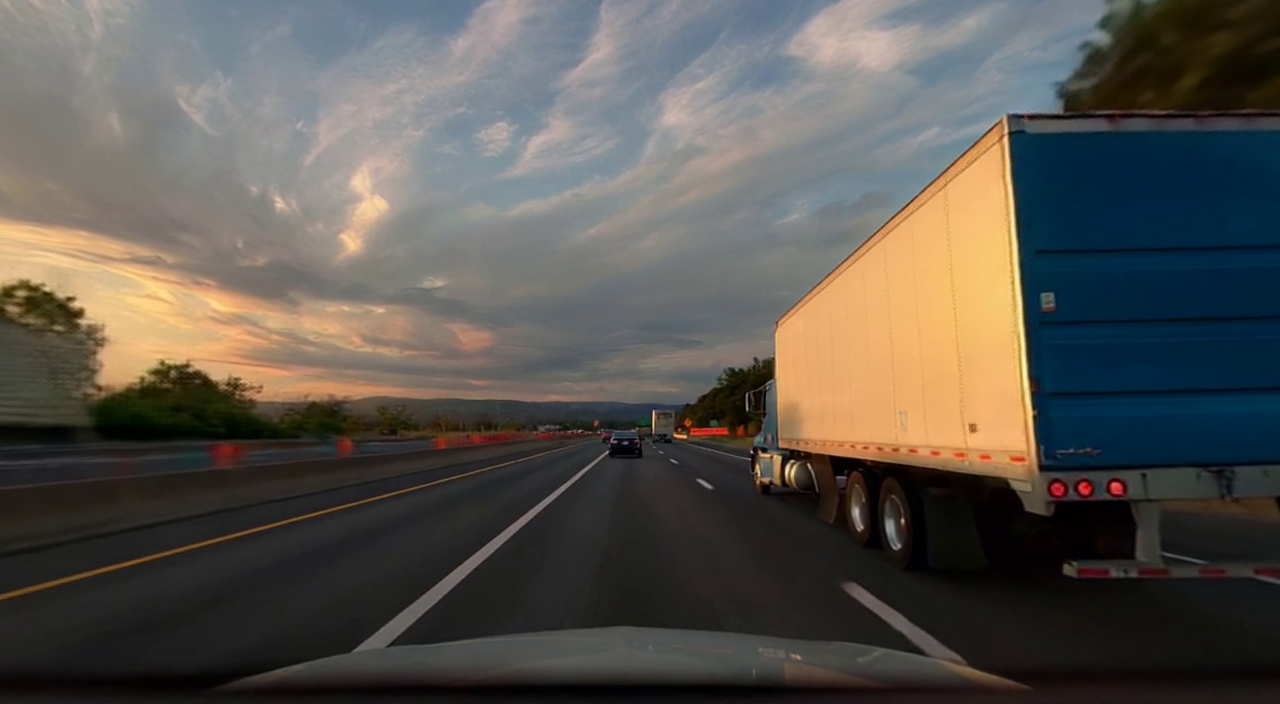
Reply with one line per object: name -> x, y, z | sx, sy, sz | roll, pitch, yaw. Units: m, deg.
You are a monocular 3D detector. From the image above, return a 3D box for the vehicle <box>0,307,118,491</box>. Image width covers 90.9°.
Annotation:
vehicle -> -15.351, 0.293, 8.271 | 2.966, 3.989, 16.891 | 0, -8, -1

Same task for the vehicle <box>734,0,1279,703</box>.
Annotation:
vehicle -> 3.744, 0.563, 8.593 | 2.919, 3.634, 10.888 | 0, -8, -2

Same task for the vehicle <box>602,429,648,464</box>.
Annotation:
vehicle -> -0.668, 4.203, 28.241 | 1.929, 1.469, 3.677 | 0, -8, -1
